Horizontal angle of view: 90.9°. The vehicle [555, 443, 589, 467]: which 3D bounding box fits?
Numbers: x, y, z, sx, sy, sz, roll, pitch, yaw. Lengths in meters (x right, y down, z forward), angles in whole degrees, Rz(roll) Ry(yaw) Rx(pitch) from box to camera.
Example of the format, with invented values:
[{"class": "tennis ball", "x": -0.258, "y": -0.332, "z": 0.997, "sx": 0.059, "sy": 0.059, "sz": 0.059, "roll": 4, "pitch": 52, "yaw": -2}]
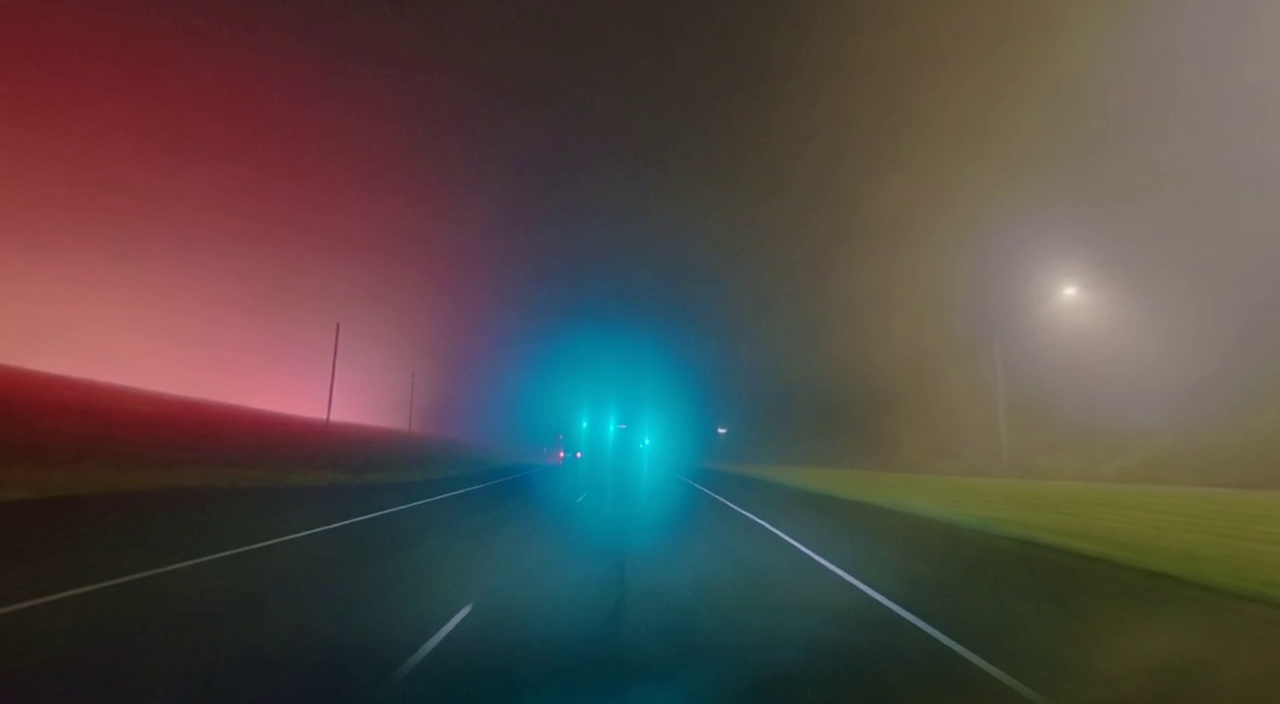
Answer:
[{"class": "vehicle", "x": -4.496, "y": 6.920, "z": 42.385, "sx": 1.968, "sy": 1.503, "sz": 4.443, "roll": 1, "pitch": -9, "yaw": -3}]
